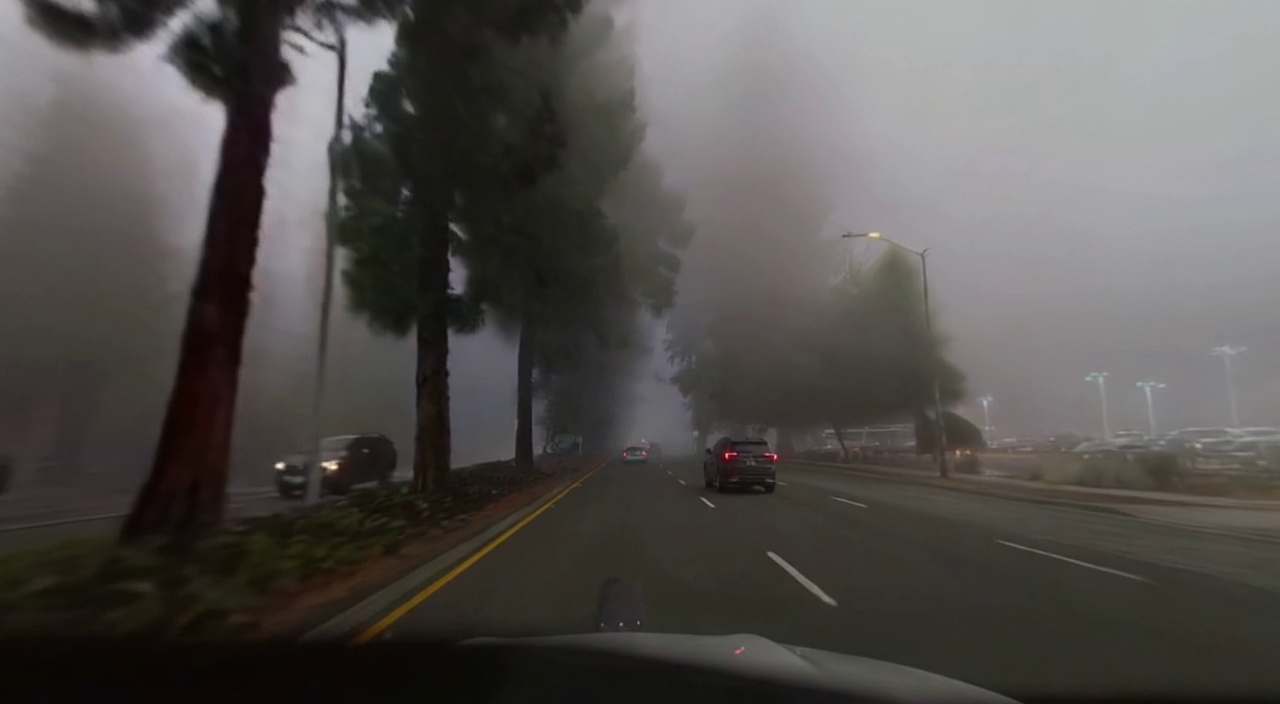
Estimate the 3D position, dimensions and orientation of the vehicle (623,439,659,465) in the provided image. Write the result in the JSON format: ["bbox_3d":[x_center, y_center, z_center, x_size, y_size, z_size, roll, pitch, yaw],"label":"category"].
[{"bbox_3d":[0.013,6.362,40.252,2.145,1.572,4.021,0,-9,-1],"label":"vehicle"}]

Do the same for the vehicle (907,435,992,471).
[{"bbox_3d":[15.923,5.234,32.813,1.812,1.687,4.579,0,-9,-3],"label":"vehicle"}]

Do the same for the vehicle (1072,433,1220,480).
[{"bbox_3d":[19.284,4.010,24.409,1.936,1.659,4.365,0,-9,-3],"label":"vehicle"}]

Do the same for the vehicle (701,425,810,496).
[{"bbox_3d":[3.222,3.178,18.813,2.235,1.806,4.818,0,-9,-1],"label":"vehicle"}]

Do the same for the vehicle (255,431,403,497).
[{"bbox_3d":[-9.160,3.344,19.205,2.093,1.728,4.735,0,-9,0],"label":"vehicle"}]
